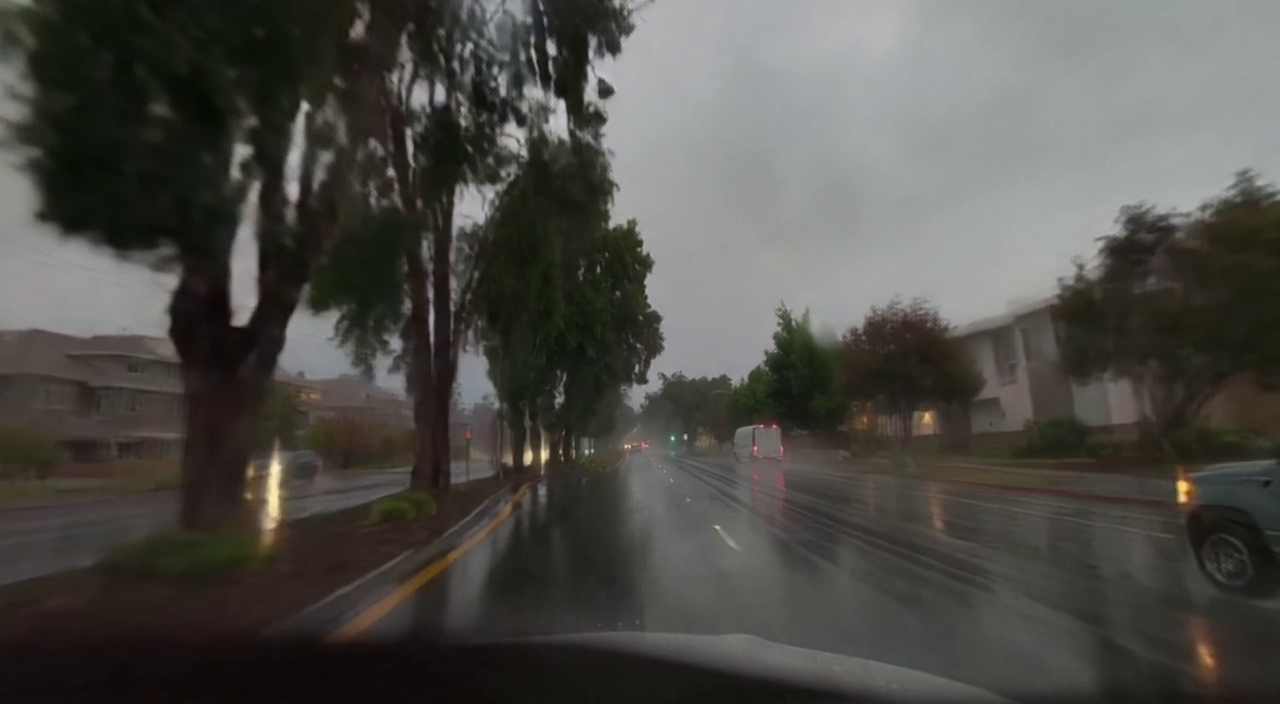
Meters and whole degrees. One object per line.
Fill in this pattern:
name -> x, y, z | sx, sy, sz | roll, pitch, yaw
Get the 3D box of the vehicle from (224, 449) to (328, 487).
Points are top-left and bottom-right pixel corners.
vehicle -> -19.513, 6.222, 34.306 | 2.146, 1.848, 5.680 | -1, -9, 2

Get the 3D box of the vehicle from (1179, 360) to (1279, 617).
vehicle -> 6.218, 0.702, 2.609 | 2.493, 1.956, 6.125 | 0, -9, -1
